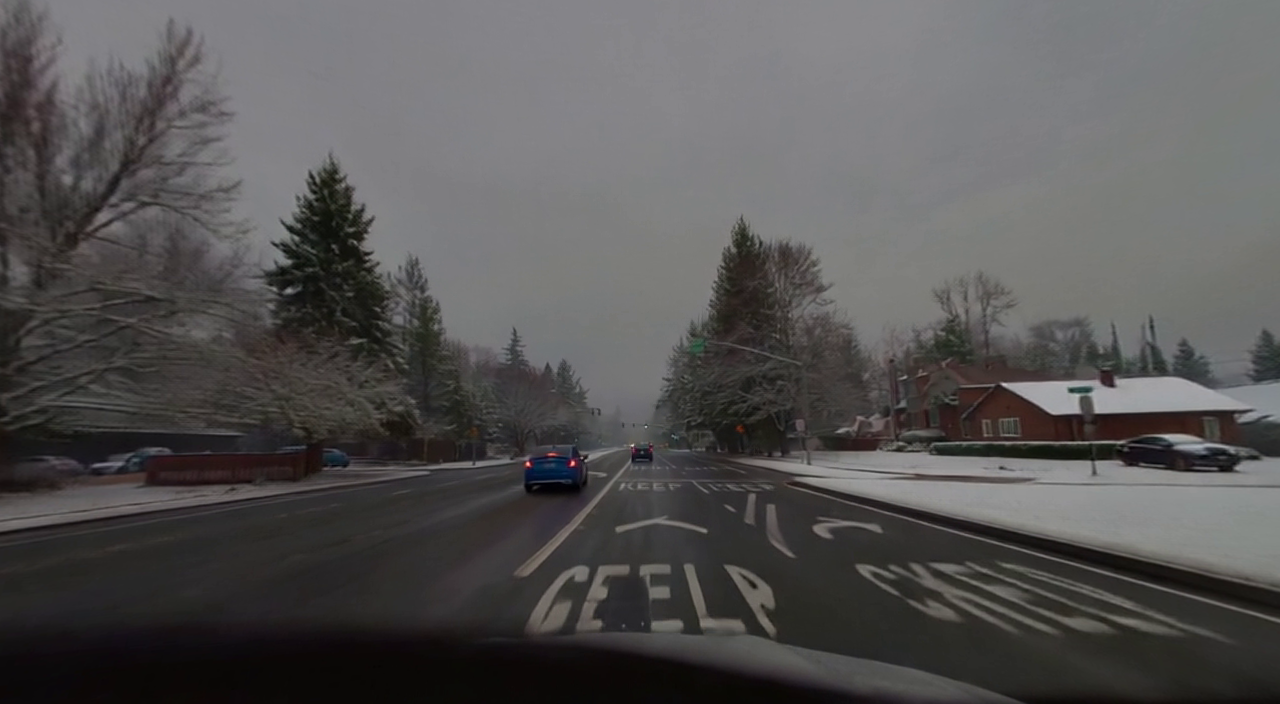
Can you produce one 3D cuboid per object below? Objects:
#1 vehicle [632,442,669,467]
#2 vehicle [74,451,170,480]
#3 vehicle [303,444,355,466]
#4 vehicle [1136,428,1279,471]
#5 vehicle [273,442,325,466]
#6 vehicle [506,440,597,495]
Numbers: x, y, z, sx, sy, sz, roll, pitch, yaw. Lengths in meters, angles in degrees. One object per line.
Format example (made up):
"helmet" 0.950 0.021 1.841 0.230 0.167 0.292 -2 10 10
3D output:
"vehicle" 0.653 6.629 40.917 2.226 1.505 4.128 0 -8 0
"vehicle" -28.682 6.264 35.086 1.961 1.470 3.811 0 -8 3
"vehicle" -23.266 7.700 47.318 1.894 1.508 3.783 0 -8 0
"vehicle" 22.787 3.887 25.167 4.318 1.601 1.975 0 -8 -3
"vehicle" -25.756 7.712 47.749 1.919 1.701 3.695 0 -8 -2
"vehicle" -2.591 3.525 19.752 2.158 1.469 4.909 0 -8 0
